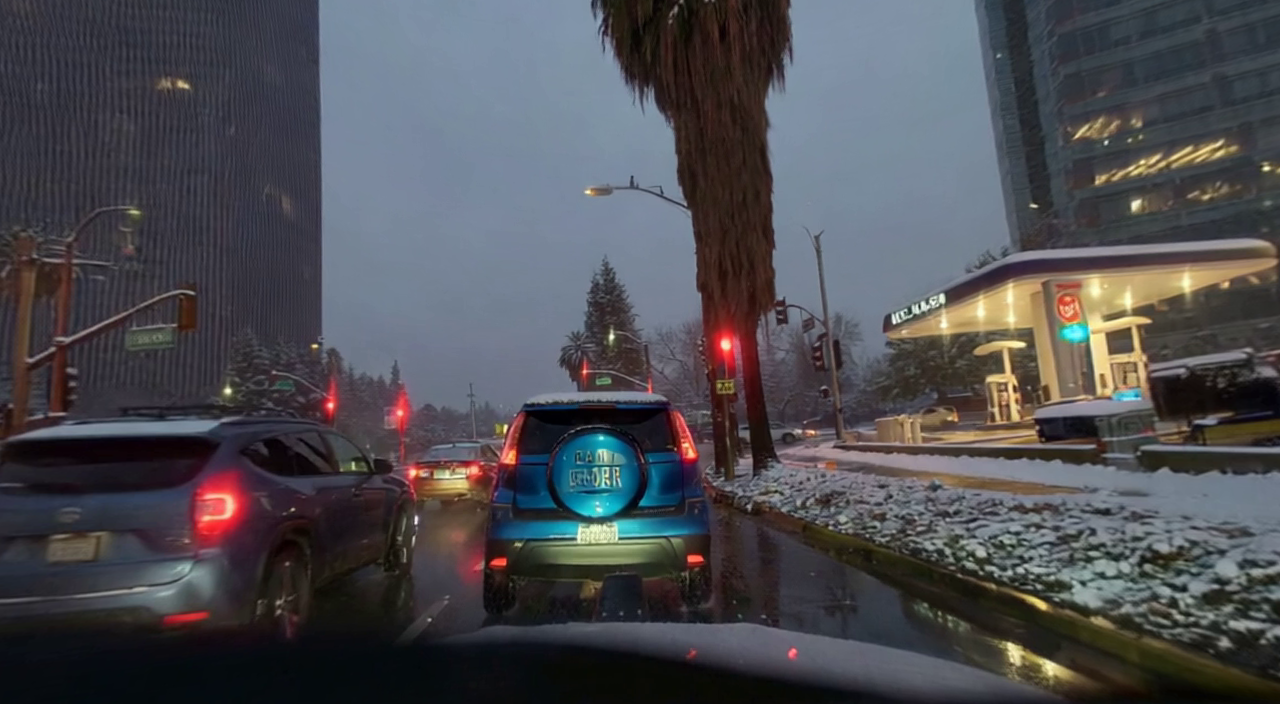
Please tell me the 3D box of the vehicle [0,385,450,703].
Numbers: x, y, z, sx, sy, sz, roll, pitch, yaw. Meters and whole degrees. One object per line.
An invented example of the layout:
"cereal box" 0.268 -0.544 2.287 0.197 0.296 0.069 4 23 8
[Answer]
"vehicle" -3.434 1.383 5.783 2.097 1.692 5.030 0 -8 -4

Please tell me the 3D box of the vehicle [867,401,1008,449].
"vehicle" 12.964 3.248 27.772 5.033 1.999 2.259 0 -8 -4

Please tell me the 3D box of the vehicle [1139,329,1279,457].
"vehicle" 9.980 0.641 8.846 4.374 1.571 1.963 0 -8 -4

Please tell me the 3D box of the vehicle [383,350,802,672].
"vehicle" -0.448 1.296 6.319 2.519 1.913 4.819 0 -8 -5
